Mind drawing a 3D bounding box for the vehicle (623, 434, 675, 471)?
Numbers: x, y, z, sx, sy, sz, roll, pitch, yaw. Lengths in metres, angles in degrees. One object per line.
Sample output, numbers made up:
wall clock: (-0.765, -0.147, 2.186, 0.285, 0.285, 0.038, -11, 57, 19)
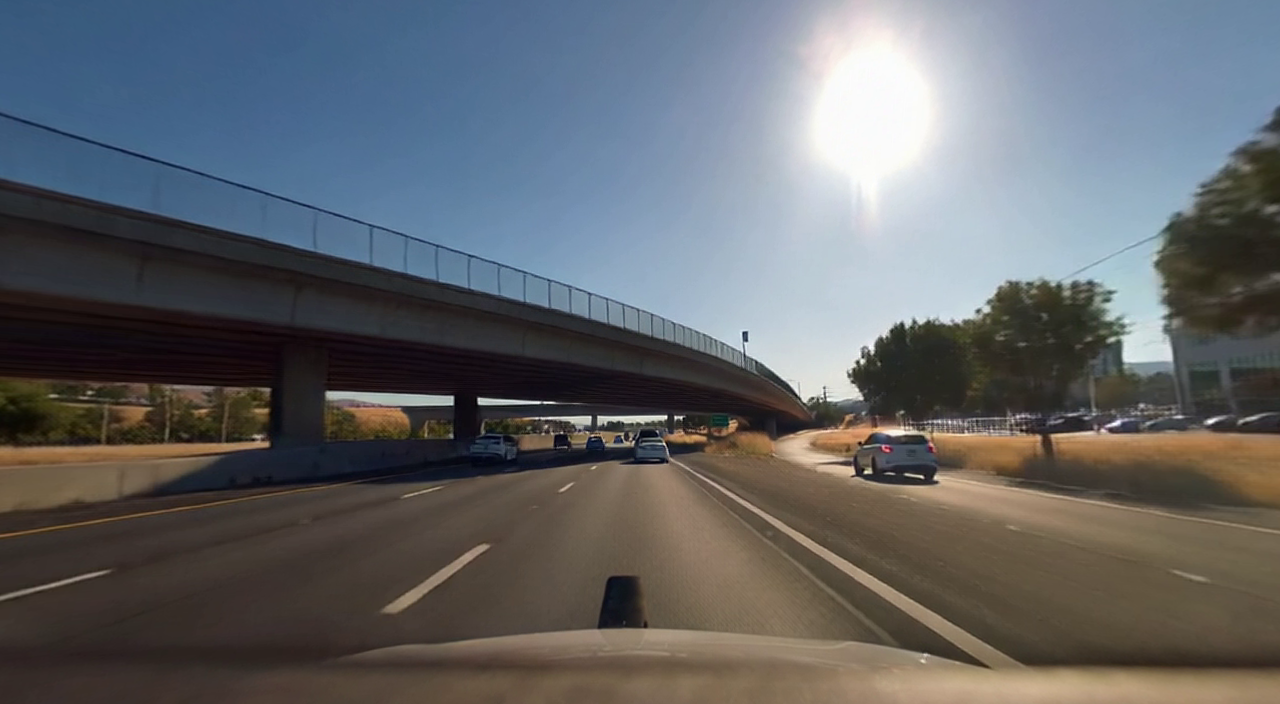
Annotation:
vehicle: (0.341, 4.450, 27.968, 2.145, 1.493, 4.146, 0, -8, 0)

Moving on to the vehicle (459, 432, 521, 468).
vehicle: (-7.451, 4.918, 31.791, 2.067, 1.682, 4.388, 0, -8, 0)

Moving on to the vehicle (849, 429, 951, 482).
vehicle: (9.156, 3.686, 22.706, 2.095, 1.674, 4.530, -1, -8, 5)
